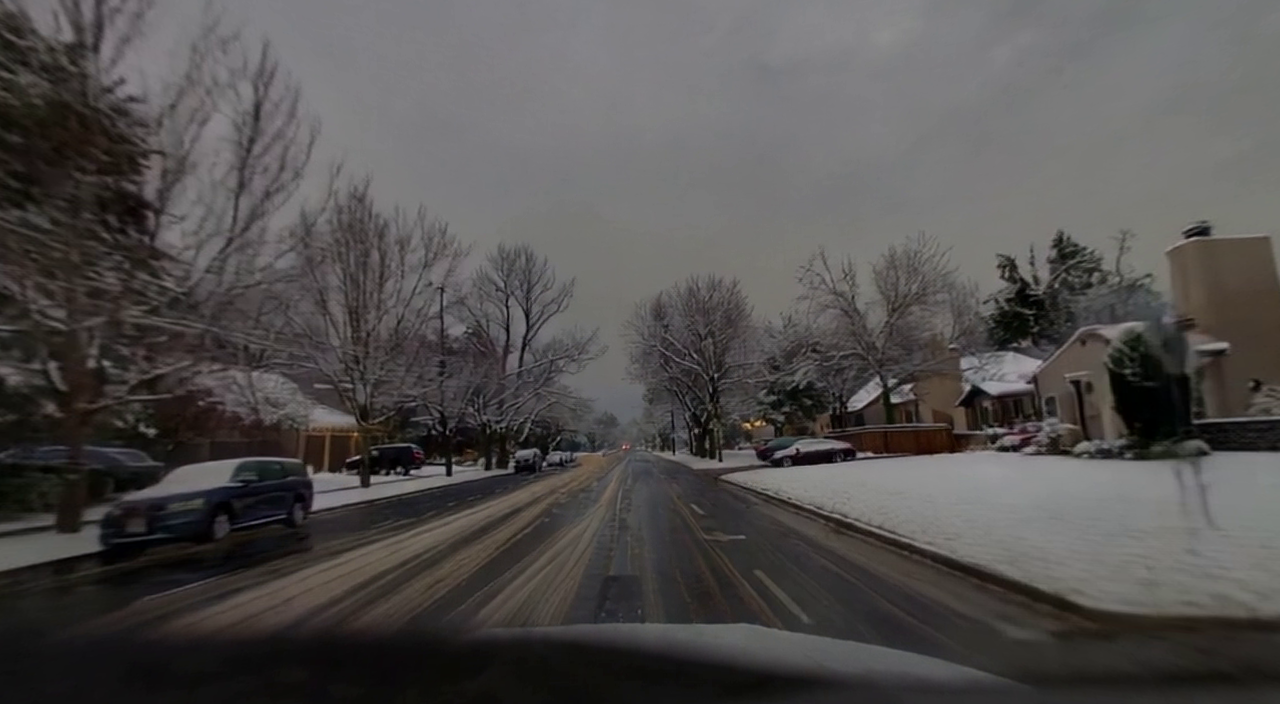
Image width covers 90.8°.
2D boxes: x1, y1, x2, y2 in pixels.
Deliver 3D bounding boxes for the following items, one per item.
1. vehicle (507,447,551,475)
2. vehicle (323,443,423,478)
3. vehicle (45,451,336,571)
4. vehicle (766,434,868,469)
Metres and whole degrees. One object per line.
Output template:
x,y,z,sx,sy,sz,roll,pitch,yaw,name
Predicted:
-7.829,7.721,45.084,2.122,1.739,4.770,-5,-8,0,vehicle
-14.647,5.943,34.801,4.602,1.847,1.976,-1,-9,4,vehicle
-7.554,2.664,11.422,1.973,1.500,4.781,-5,-9,-3,vehicle
8.899,5.009,31.974,4.535,1.697,1.968,0,-9,-1,vehicle
